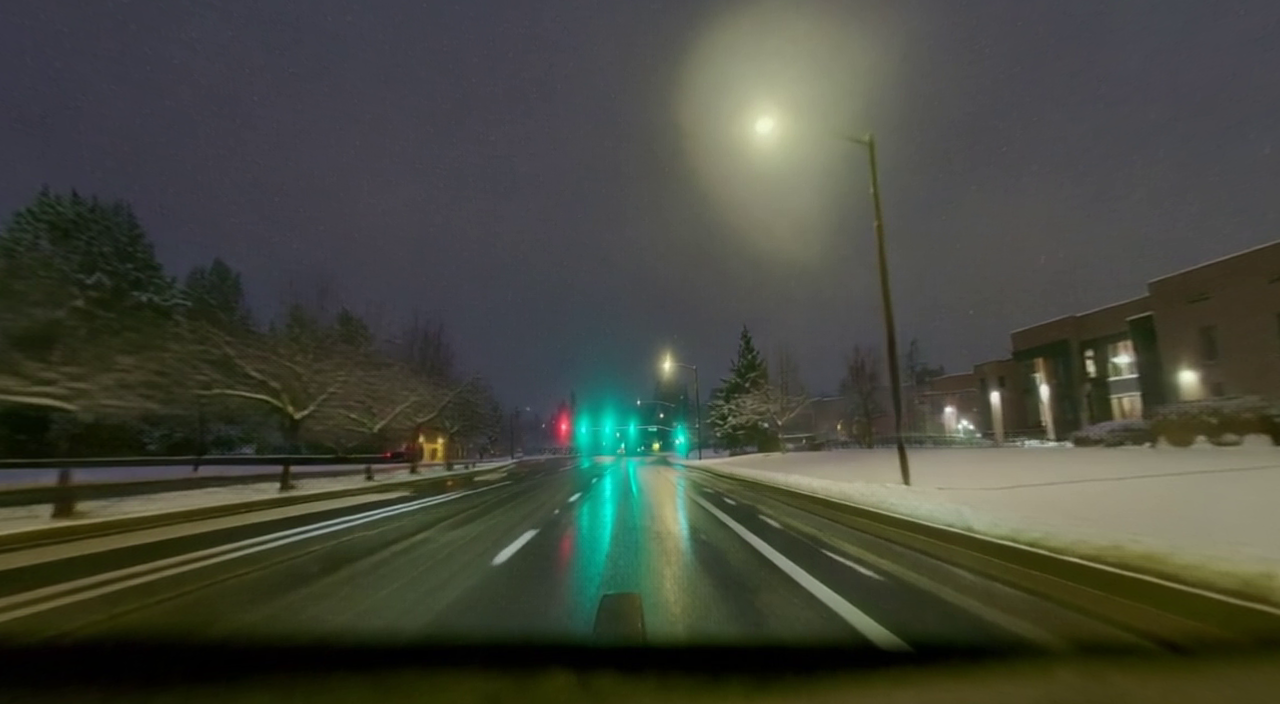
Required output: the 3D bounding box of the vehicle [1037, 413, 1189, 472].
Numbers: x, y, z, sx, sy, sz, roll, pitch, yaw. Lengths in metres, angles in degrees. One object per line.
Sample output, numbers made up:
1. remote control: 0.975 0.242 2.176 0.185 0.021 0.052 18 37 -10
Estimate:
1. vehicle: 27.988 5.313 37.457 7.548 3.111 2.756 0 -8 -14
